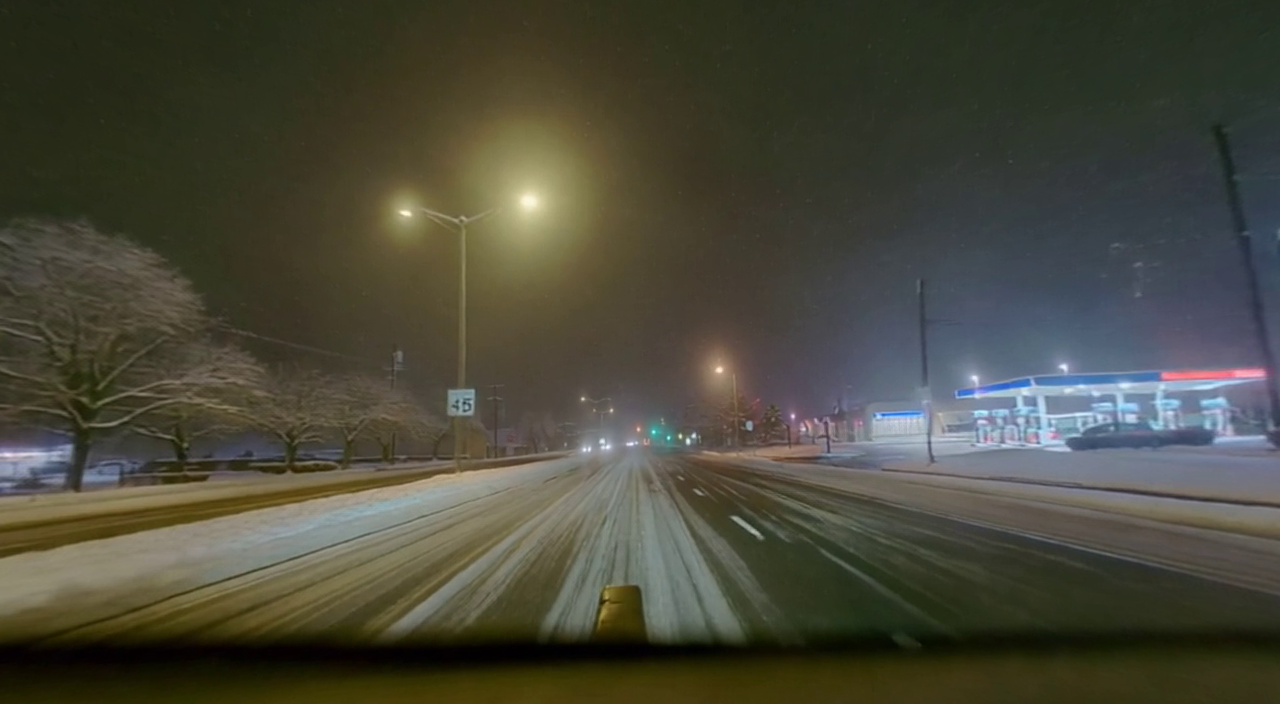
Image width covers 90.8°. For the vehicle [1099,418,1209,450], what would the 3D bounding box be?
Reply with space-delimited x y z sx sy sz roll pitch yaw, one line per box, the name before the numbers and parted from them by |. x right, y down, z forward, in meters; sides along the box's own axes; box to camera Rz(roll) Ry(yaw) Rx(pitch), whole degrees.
vehicle | 25.730 4.179 31.853 1.870 1.467 4.401 0 -8 1

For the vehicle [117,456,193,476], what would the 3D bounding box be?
vehicle | -35.346 8.305 46.104 4.209 1.441 1.793 -1 -9 5

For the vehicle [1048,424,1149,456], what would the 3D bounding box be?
vehicle | 23.066 4.527 32.027 1.747 1.371 4.368 -3 -10 0
